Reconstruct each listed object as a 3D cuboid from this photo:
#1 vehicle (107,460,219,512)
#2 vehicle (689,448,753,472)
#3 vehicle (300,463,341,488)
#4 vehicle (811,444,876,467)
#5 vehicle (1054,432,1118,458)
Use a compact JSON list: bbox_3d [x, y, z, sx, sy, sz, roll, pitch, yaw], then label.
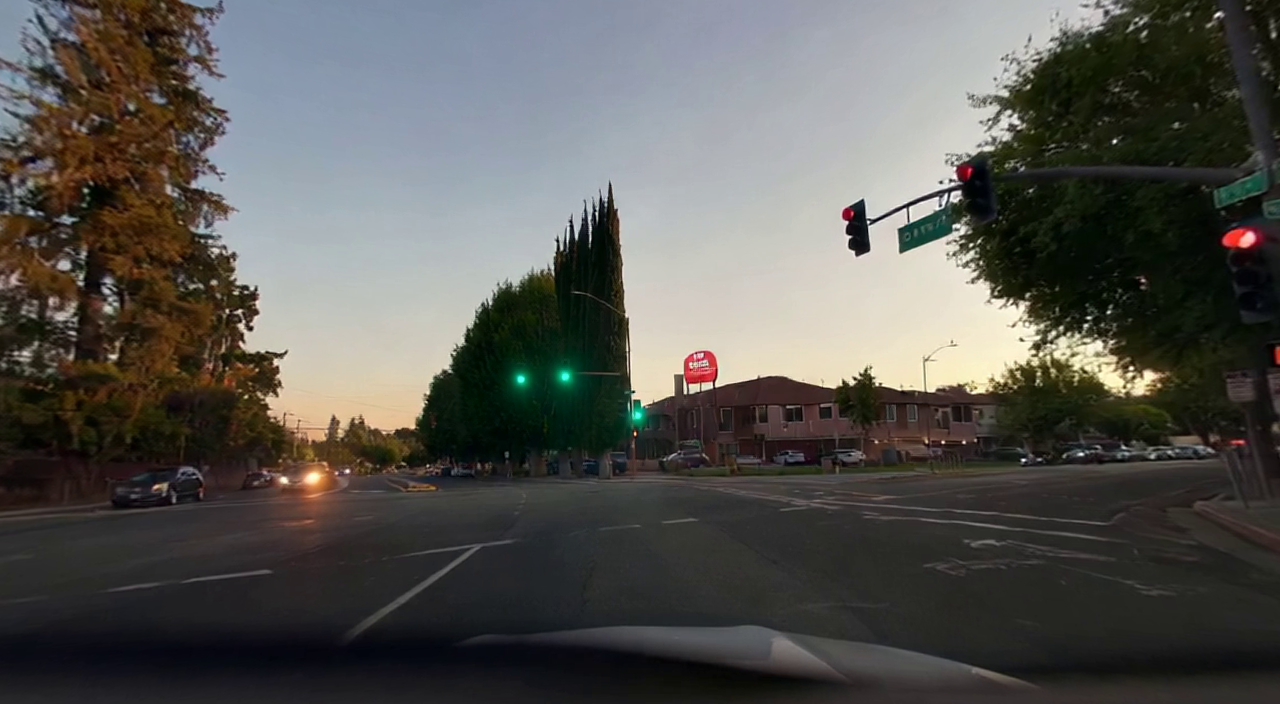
[{"bbox_3d":[-19.527,5.435,26.104,2.124,1.793,4.709,3,-9,-17],"label":"vehicle"},{"bbox_3d":[6.130,8.155,47.877,4.375,1.685,2.045,4,-9,-24],"label":"vehicle"},{"bbox_3d":[-22.273,8.601,44.134,1.961,1.492,4.702,3,-9,-20],"label":"vehicle"},{"bbox_3d":[15.381,7.797,47.639,4.530,1.696,1.979,4,-10,-26],"label":"vehicle"},{"bbox_3d":[32.987,6.868,46.550,4.781,1.849,2.355,6,-11,-36],"label":"vehicle"}]
